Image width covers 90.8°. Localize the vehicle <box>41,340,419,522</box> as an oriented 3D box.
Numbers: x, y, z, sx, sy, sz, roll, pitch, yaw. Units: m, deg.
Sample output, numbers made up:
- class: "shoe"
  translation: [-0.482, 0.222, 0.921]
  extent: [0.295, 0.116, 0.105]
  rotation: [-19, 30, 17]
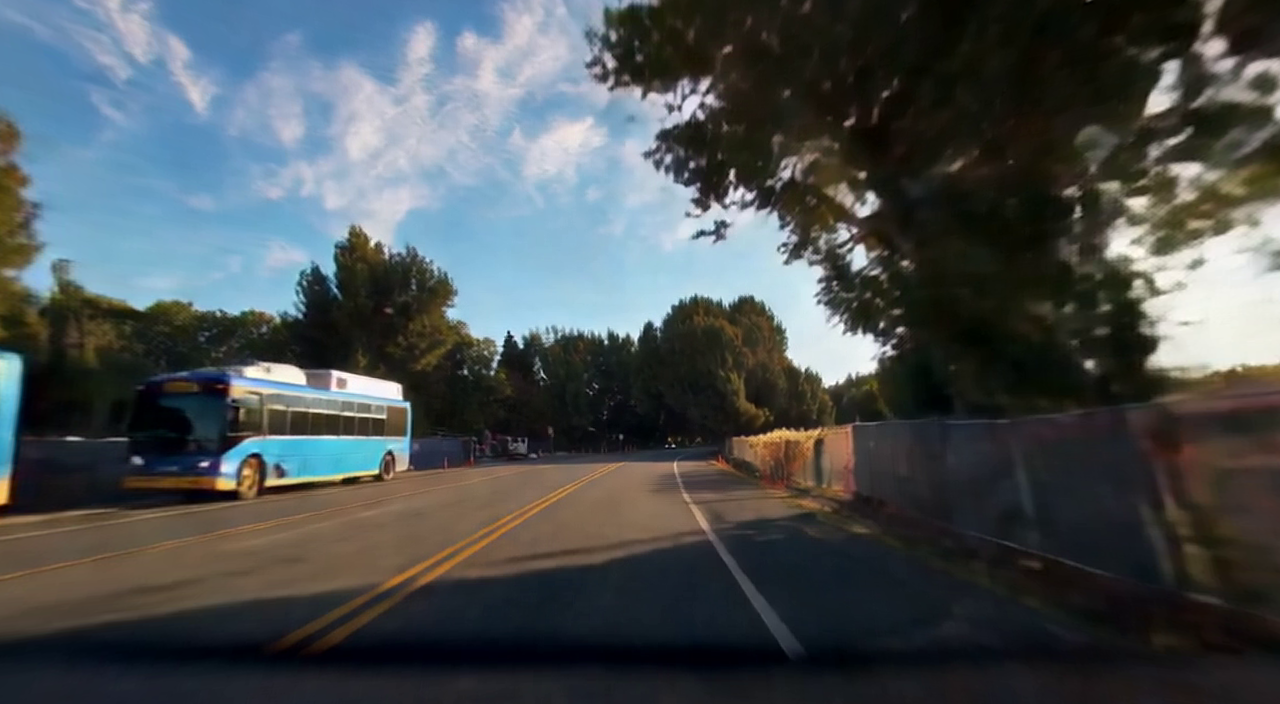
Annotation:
- class: "vehicle"
  translation: [-10.531, 2.369, 19.090]
  extent: [3.092, 3.562, 12.230]
  rotation: [-3, -7, 1]
